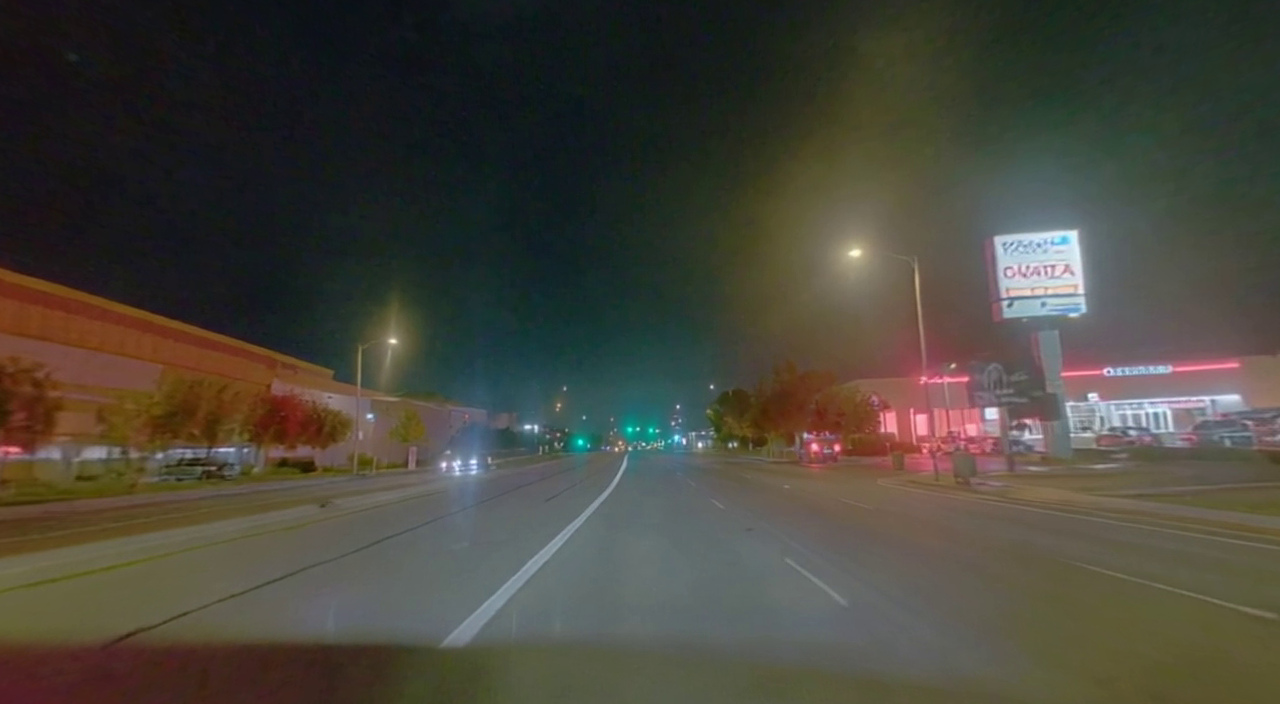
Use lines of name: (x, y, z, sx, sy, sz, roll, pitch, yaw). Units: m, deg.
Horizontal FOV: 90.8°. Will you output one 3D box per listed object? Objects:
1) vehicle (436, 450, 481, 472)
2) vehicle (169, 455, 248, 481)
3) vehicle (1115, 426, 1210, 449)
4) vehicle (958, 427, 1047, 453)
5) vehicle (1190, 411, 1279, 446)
vehicle: (-13.247, 7.869, 45.988, 2.090, 1.502, 4.767, 5, -10, -28)
vehicle: (-26.130, 7.015, 38.236, 4.316, 1.464, 1.771, -4, -10, 23)
vehicle: (34.902, 5.759, 42.269, 4.571, 1.486, 1.881, 0, -9, 0)
vehicle: (22.069, 5.394, 38.611, 4.171, 1.492, 1.999, 0, -9, 2)
vehicle: (34.367, 4.204, 34.604, 6.244, 1.832, 2.191, 0, -9, 0)
